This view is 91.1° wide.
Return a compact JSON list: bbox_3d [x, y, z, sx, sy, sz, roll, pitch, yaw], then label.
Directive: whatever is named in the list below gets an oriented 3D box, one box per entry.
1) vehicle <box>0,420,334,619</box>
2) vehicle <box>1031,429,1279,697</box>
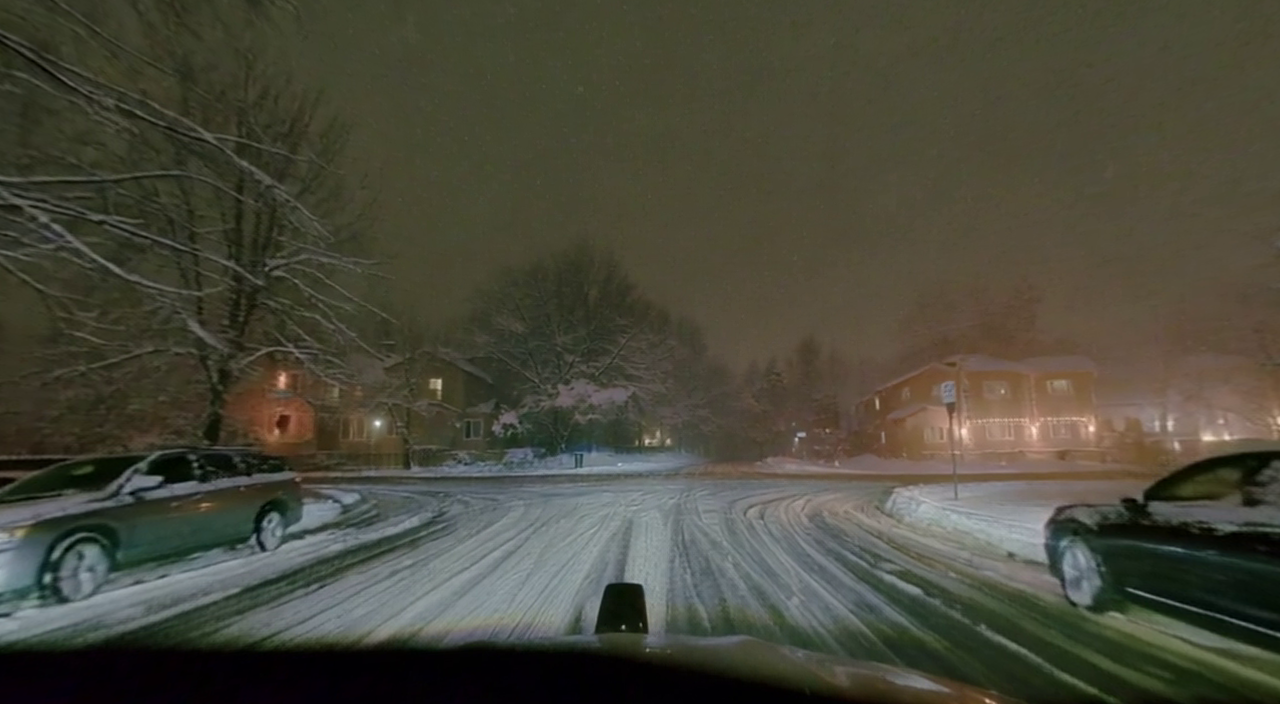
[{"bbox_3d":[-5.516,1.687,6.712,1.943,1.433,4.717,-6,-10,3],"label":"vehicle"},{"bbox_3d":[4.335,1.110,3.149,1.931,1.395,4.793,1,-8,4],"label":"vehicle"}]
